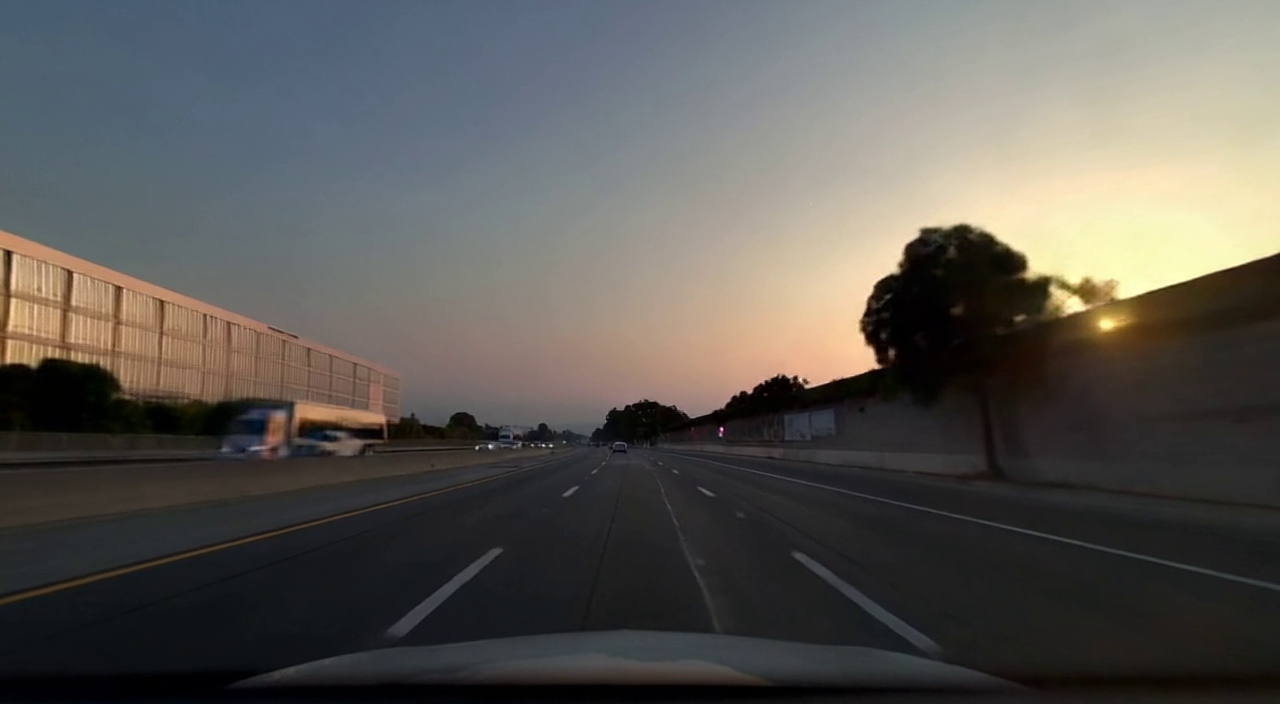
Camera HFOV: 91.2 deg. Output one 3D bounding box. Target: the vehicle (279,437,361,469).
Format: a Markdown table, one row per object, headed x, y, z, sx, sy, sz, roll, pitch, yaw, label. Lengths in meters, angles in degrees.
| x | y | z | sx | sy | sz | roll | pitch | yaw | label |
| --- | --- | --- | --- | --- | --- | --- | --- | --- | --- |
| -16.576 | 5.275 | 32.761 | 1.906 | 1.506 | 4.562 | 0 | -9 | 0 | vehicle |

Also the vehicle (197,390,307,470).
| x | y | z | sx | sy | sz | roll | pitch | yaw | label |
| --- | --- | --- | --- | --- | --- | --- | --- | --- | --- |
| -20.950 | 4.280 | 34.163 | 3.198 | 4.081 | 3.981 | 0 | -9 | 0 | vehicle |
